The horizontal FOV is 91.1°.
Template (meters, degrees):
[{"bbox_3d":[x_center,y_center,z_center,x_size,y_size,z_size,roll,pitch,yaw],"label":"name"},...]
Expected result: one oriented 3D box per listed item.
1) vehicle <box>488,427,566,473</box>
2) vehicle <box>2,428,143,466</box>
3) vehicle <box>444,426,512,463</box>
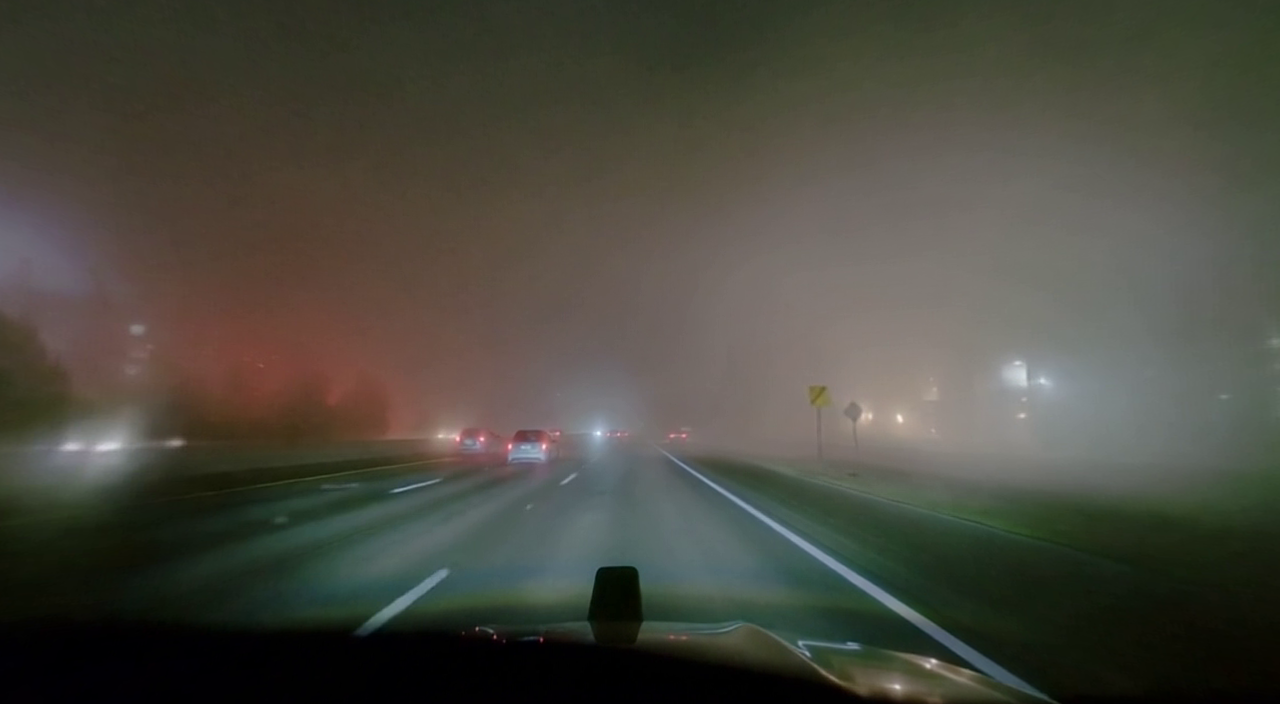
[{"bbox_3d":[-3.968,3.539,22.906,1.996,1.490,4.571,0,-8,0],"label":"vehicle"},{"bbox_3d":[-24.738,4.139,27.711,1.782,1.520,4.747,0,-8,0],"label":"vehicle"},{"bbox_3d":[-7.550,4.339,29.727,1.985,1.575,4.453,0,-8,1],"label":"vehicle"}]
